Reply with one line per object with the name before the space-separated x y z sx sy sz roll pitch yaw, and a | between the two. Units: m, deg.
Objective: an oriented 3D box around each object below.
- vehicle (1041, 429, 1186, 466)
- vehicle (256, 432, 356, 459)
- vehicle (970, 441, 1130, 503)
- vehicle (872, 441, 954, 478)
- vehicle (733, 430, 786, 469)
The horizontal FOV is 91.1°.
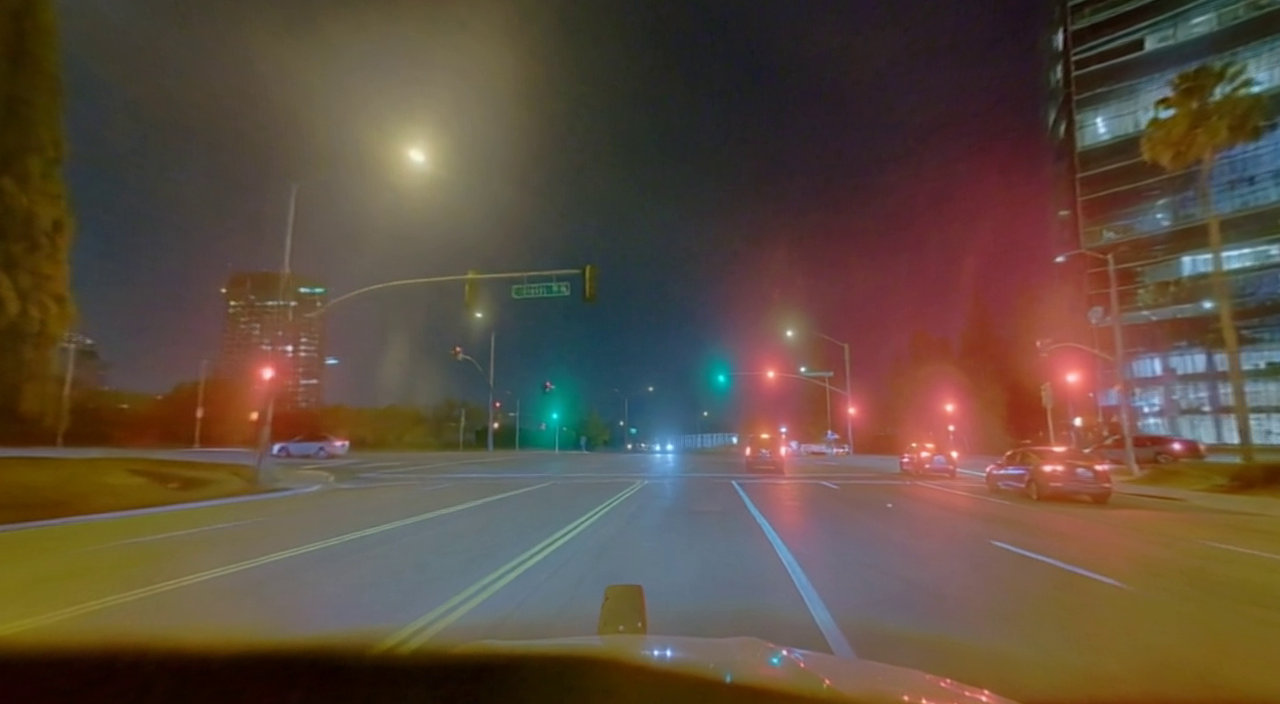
vehicle | 27.105 5.512 36.161 6.170 1.978 2.399 0 -10 5
vehicle | -19.838 5.558 37.431 4.856 1.528 2.053 0 -9 6
vehicle | 11.198 3.270 17.584 1.896 1.463 4.296 0 -8 5
vehicle | 11.834 4.653 27.534 1.860 1.460 4.379 0 -8 4
vehicle | 5.977 4.943 31.906 2.203 1.801 4.331 0 -8 5
